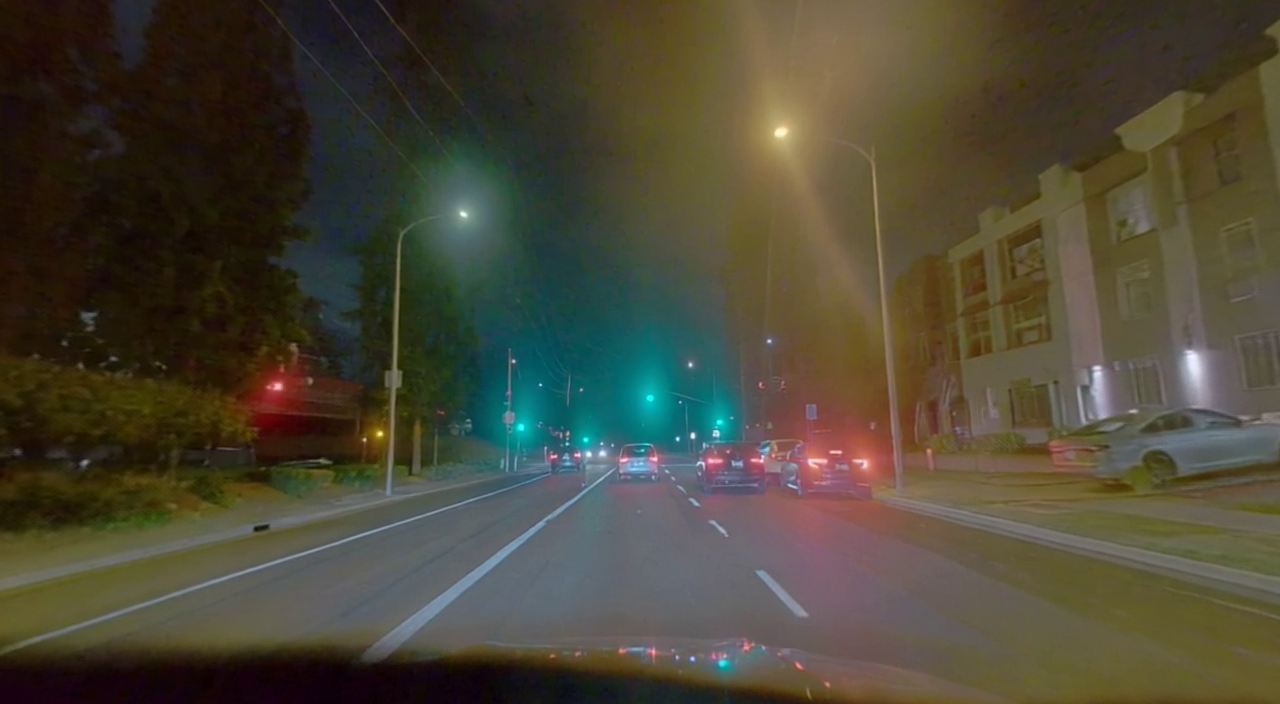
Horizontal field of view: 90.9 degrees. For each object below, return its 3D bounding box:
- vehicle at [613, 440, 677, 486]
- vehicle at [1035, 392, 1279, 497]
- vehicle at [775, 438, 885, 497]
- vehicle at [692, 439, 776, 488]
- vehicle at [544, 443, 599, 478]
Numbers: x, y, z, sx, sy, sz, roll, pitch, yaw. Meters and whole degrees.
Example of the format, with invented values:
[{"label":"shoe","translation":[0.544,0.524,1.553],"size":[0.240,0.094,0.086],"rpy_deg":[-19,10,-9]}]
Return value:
[{"label":"vehicle","translation":[0.172,3.935,22.768],"size":[2.101,1.467,4.210],"rpy_deg":[0,-8,0]},{"label":"vehicle","translation":[13.740,2.233,15.803],"size":[5.929,1.970,2.381],"rpy_deg":[-5,-8,-1]},{"label":"vehicle","translation":[5.840,3.586,20.094],"size":[2.011,1.620,4.694],"rpy_deg":[0,-8,0]},{"label":"vehicle","translation":[3.094,3.790,21.764],"size":[2.158,1.483,4.415],"rpy_deg":[0,-8,-1]},{"label":"vehicle","translation":[-3.123,5.058,29.631],"size":[2.012,1.505,4.205],"rpy_deg":[-1,-8,2]}]
